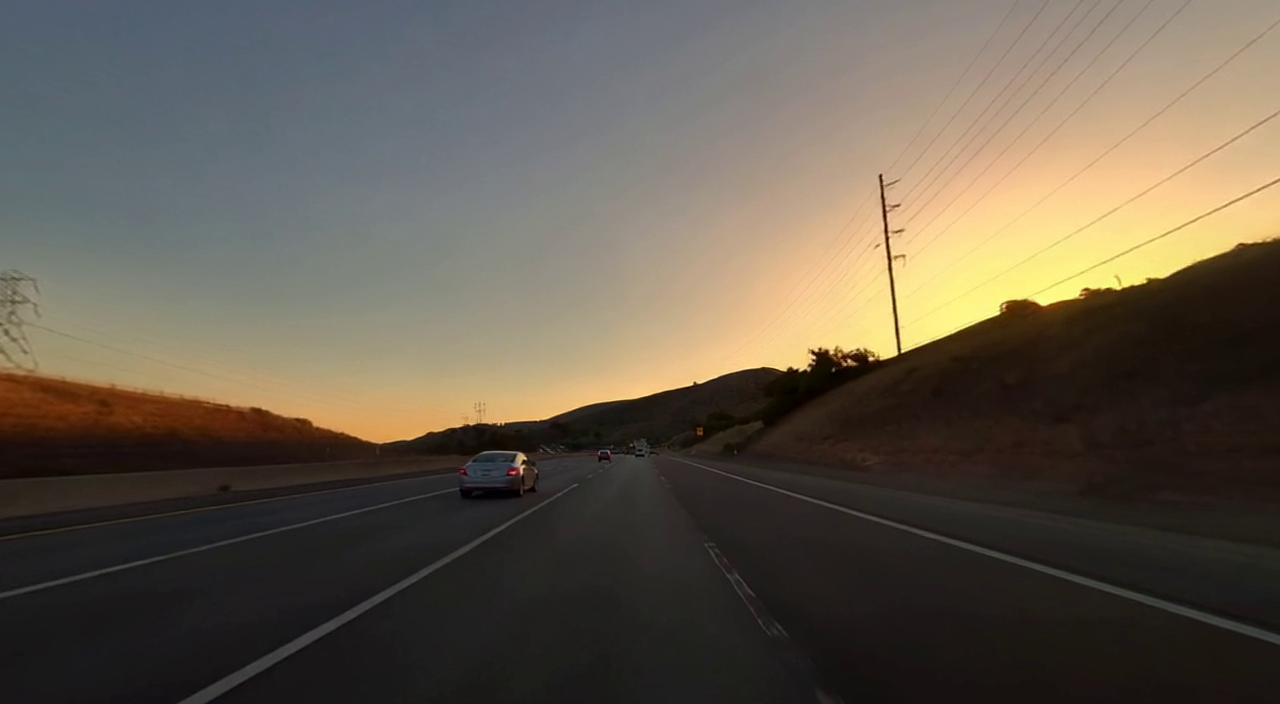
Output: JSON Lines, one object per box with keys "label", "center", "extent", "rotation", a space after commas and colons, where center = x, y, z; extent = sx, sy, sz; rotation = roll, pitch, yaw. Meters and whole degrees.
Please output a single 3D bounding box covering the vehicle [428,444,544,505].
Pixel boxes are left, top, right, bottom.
{"label": "vehicle", "center": [-4.246, 3.458, 18.369], "extent": [2.064, 1.489, 4.966], "rotation": [0, -9, 1]}
